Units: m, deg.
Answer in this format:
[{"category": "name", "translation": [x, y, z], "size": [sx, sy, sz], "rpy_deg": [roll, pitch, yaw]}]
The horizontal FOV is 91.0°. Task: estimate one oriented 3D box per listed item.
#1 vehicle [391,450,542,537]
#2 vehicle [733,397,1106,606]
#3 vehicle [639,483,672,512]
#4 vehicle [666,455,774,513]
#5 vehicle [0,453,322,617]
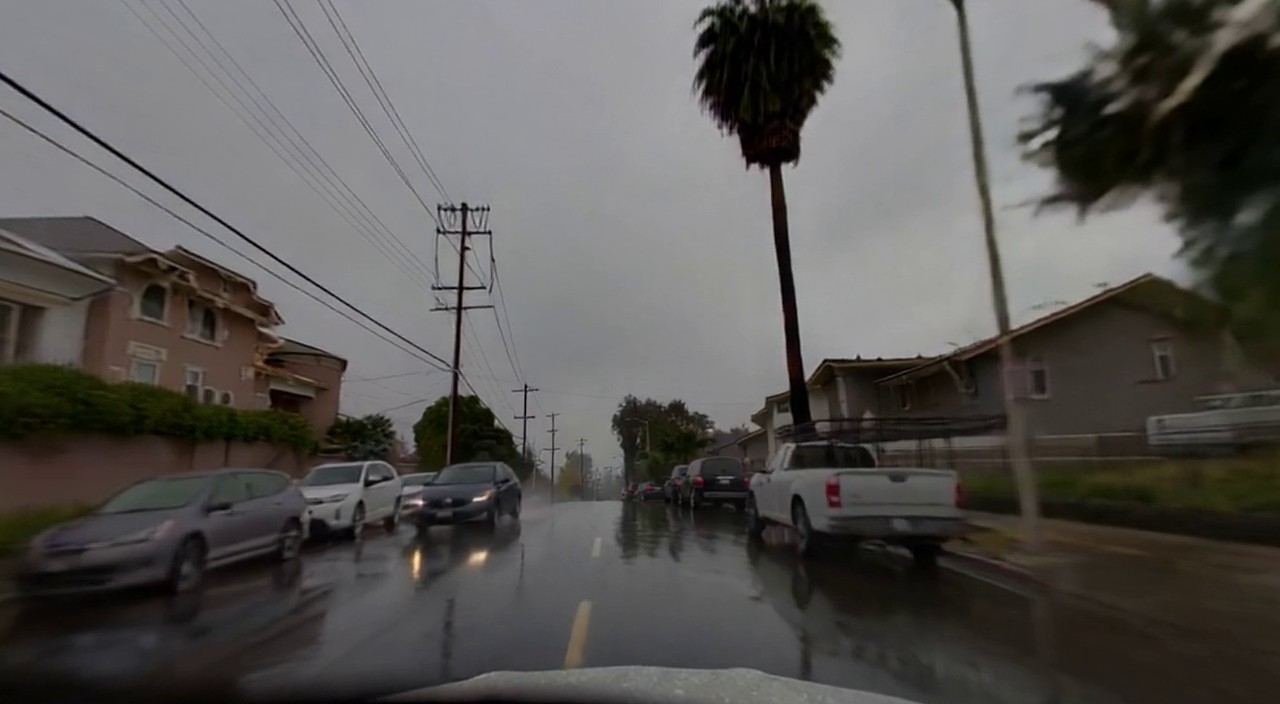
[{"category": "vehicle", "translation": [-3.482, 2.911, 13.646], "size": [2.060, 1.483, 4.574], "rpy_deg": [0, -8, -1]}, {"category": "vehicle", "translation": [3.211, 1.886, 9.219], "size": [2.358, 2.008, 5.957], "rpy_deg": [0, -8, -4]}, {"category": "vehicle", "translation": [0.895, 8.952, 38.961], "size": [1.756, 1.455, 3.965], "rpy_deg": [0, -8, -3]}, {"category": "vehicle", "translation": [2.308, 4.001, 19.597], "size": [2.212, 1.476, 4.678], "rpy_deg": [1, -8, -7]}, {"category": "vehicle", "translation": [-6.184, 2.160, 8.461], "size": [1.889, 1.499, 4.468], "rpy_deg": [1, -8, -6]}]
